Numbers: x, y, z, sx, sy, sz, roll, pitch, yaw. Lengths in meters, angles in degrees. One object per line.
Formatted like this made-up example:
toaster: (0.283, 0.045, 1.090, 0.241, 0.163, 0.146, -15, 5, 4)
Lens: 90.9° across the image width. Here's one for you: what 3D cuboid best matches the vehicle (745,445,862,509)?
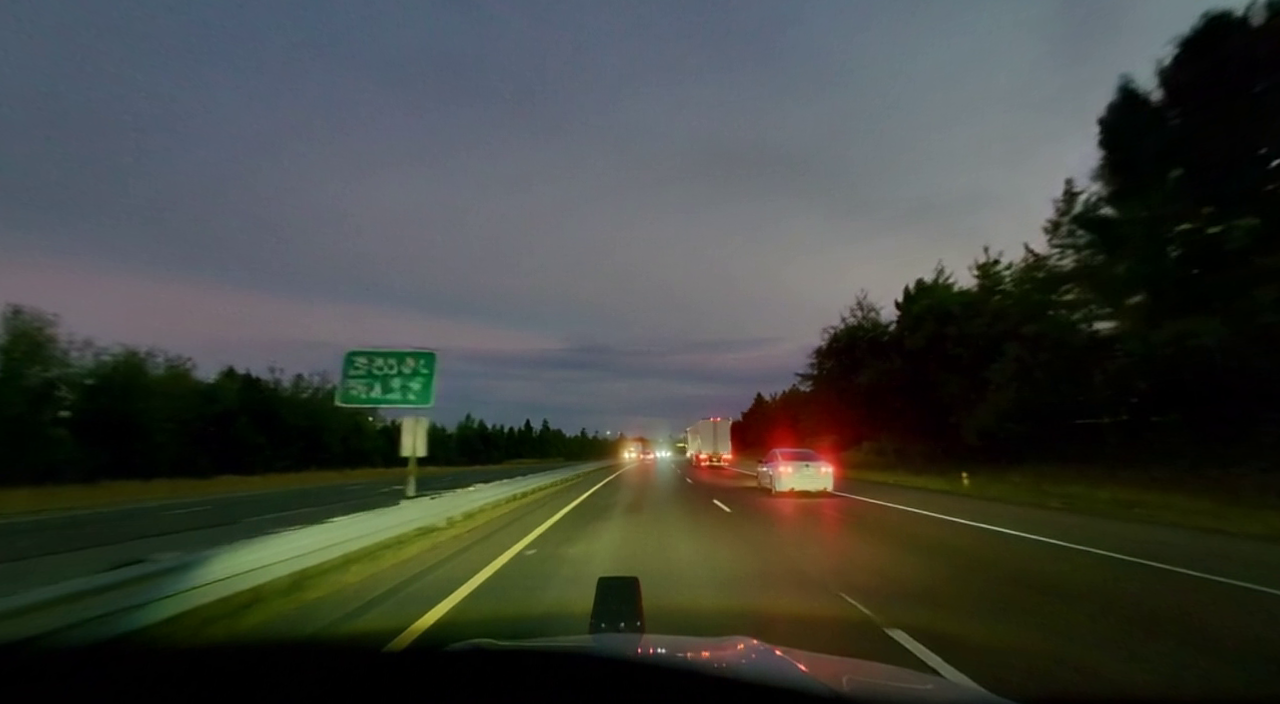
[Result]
vehicle: (4.080, 3.167, 16.437, 1.893, 1.442, 4.039, 0, -9, -1)
